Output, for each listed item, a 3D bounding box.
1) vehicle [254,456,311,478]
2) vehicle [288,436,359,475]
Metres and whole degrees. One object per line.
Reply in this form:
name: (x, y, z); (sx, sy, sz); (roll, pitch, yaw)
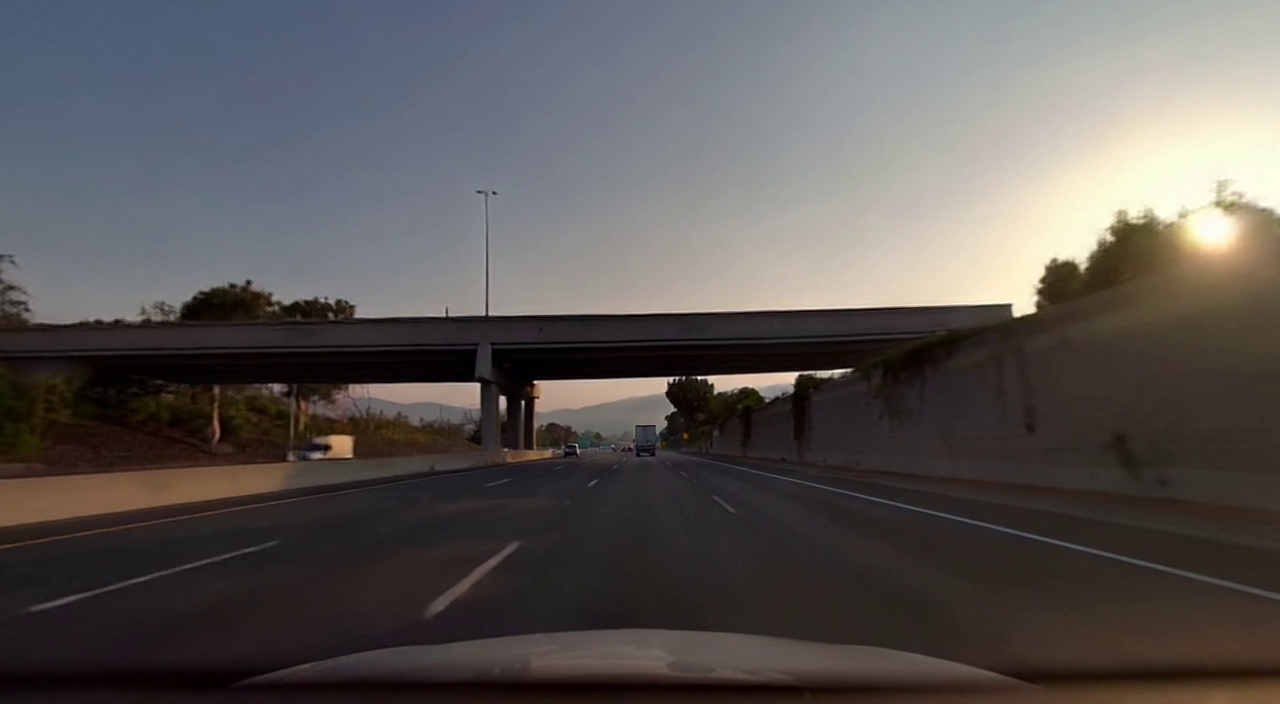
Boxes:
vehicle: (-27.553, 8.822, 48.722); (1.946, 1.535, 4.110); (0, -8, 0)
vehicle: (-23.495, 7.669, 47.093); (2.199, 2.684, 5.865); (0, -8, 0)
